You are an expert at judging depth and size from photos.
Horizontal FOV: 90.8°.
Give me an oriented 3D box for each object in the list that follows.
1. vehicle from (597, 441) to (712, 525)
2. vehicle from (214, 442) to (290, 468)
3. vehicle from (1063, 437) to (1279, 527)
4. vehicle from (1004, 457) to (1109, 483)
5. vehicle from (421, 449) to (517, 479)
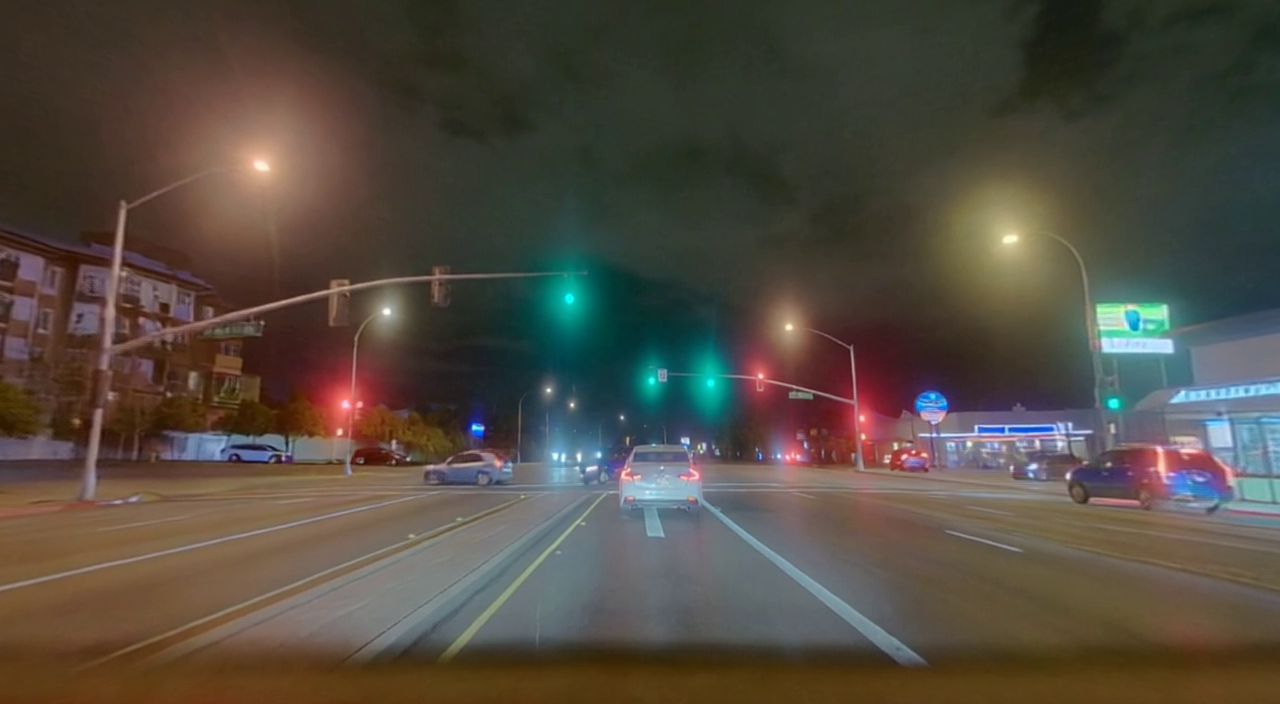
[{"bbox_3d":[0.309,2.680,13.505,2.067,1.471,4.241,0,-9,1],"label":"vehicle"},{"bbox_3d":[-30.223,7.986,49.303,1.999,1.702,4.557,-2,-7,30],"label":"vehicle"},{"bbox_3d":[13.989,3.133,15.991,2.309,1.819,5.793,0,-9,-3],"label":"vehicle"},{"bbox_3d":[23.983,6.816,36.517,4.684,1.412,1.995,0,-9,-1],"label":"vehicle"},{"bbox_3d":[-8.834,5.765,32.644,4.531,1.434,1.841,-4,-9,22],"label":"vehicle"}]
